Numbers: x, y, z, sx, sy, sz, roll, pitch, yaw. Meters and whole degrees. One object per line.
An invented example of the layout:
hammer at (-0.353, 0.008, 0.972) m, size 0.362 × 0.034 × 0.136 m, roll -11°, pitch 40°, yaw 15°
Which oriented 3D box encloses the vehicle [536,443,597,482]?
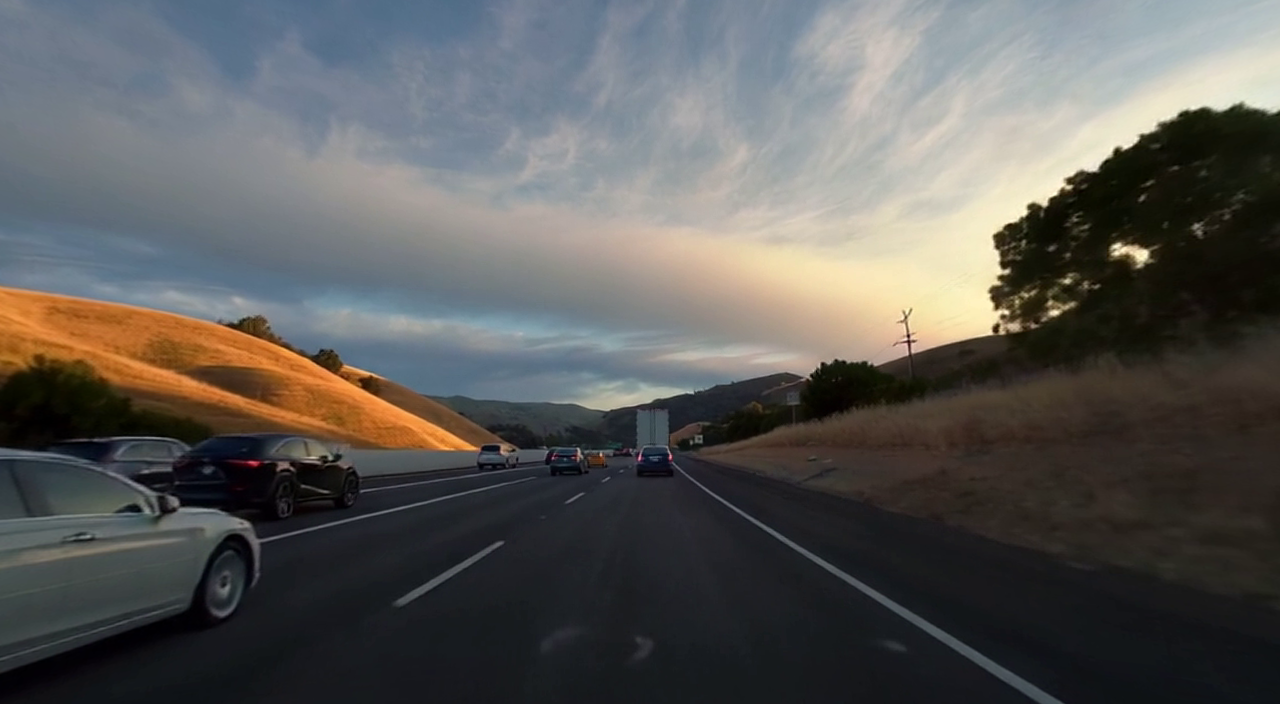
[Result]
vehicle at (-3.354, 5.164, 29.780) m, size 2.155 × 1.661 × 4.477 m, roll 0°, pitch -9°, yaw 2°

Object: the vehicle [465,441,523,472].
vehicle at (-10.331, 7.451, 45.223) m, size 2.421 × 2.025 × 6.236 m, roll 0°, pitch -9°, yaw 2°

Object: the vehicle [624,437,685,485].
vehicle at (0.586, 4.456, 26.022) m, size 2.281 × 1.795 × 4.297 m, roll 1°, pitch -9°, yaw 1°

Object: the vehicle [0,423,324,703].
vehicle at (-3.894, 1.131, 3.390) m, size 1.943 × 1.468 × 4.547 m, roll 1°, pitch -9°, yaw 1°
